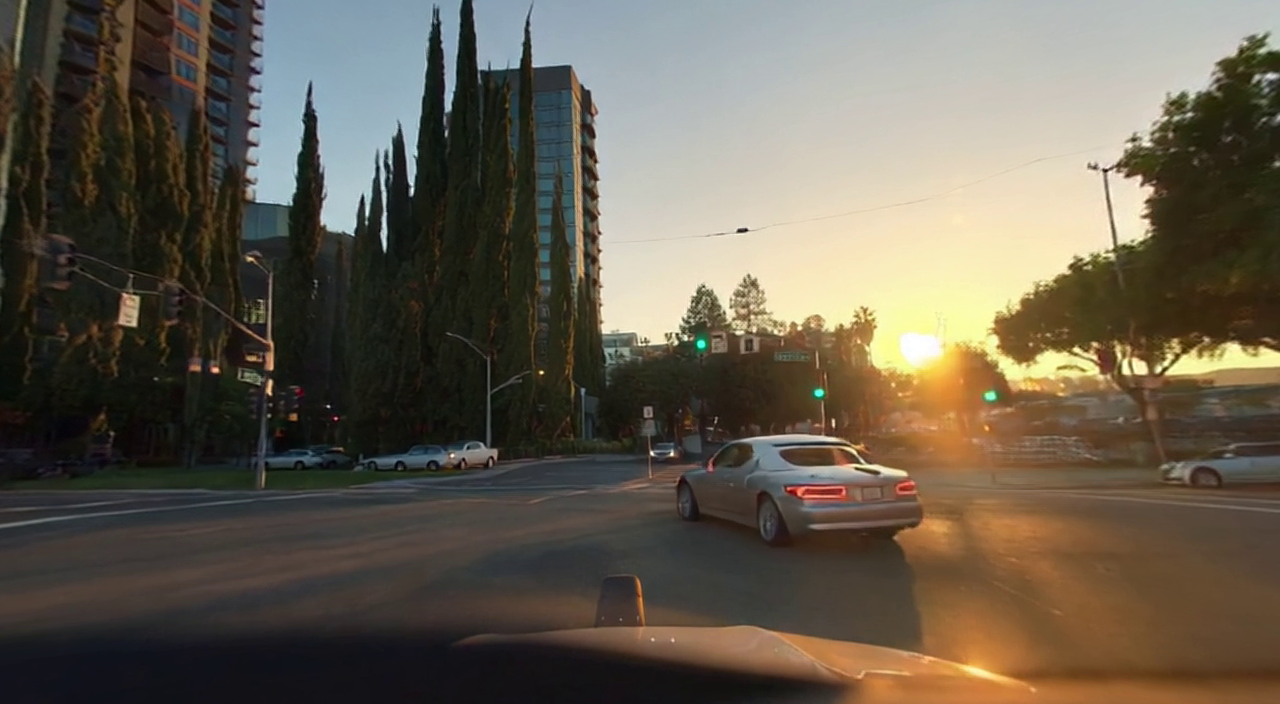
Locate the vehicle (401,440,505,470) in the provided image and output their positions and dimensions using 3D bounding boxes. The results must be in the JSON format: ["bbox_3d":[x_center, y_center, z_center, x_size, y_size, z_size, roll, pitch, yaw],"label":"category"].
[{"bbox_3d":[-12.074,6.636,40.971,6.021,1.868,2.172,0,-8,3],"label":"vehicle"}]

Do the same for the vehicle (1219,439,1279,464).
[{"bbox_3d":[37.332,6.021,38.032,1.649,1.463,3.507,0,-10,3],"label":"vehicle"}]

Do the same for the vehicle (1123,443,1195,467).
[{"bbox_3d":[31.627,6.241,38.586,1.746,1.391,3.360,-1,-8,7],"label":"vehicle"}]

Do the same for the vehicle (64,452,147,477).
[{"bbox_3d":[-33.871,7.117,40.191,1.709,1.410,3.945,0,-8,2],"label":"vehicle"}]

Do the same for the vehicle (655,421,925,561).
[{"bbox_3d":[1.839,1.873,9.367,1.903,1.529,4.254,3,-9,-18],"label":"vehicle"}]

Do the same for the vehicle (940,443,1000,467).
[{"bbox_3d":[20.673,6.450,39.765,1.970,1.449,3.604,0,-8,4],"label":"vehicle"}]

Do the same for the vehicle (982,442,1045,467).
[{"bbox_3d":[23.579,6.447,40.024,1.997,1.495,3.504,0,-8,5],"label":"vehicle"}]

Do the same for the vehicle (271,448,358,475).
[{"bbox_3d":[-19.359,6.494,37.658,4.207,1.508,1.875,-1,-8,5],"label":"vehicle"}]

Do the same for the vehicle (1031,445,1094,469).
[{"bbox_3d":[26.230,6.500,39.319,1.817,1.361,3.253,0,-8,4],"label":"vehicle"}]

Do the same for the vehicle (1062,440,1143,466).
[{"bbox_3d":[28.552,6.255,39.199,2.039,1.501,4.231,0,-8,5],"label":"vehicle"}]
